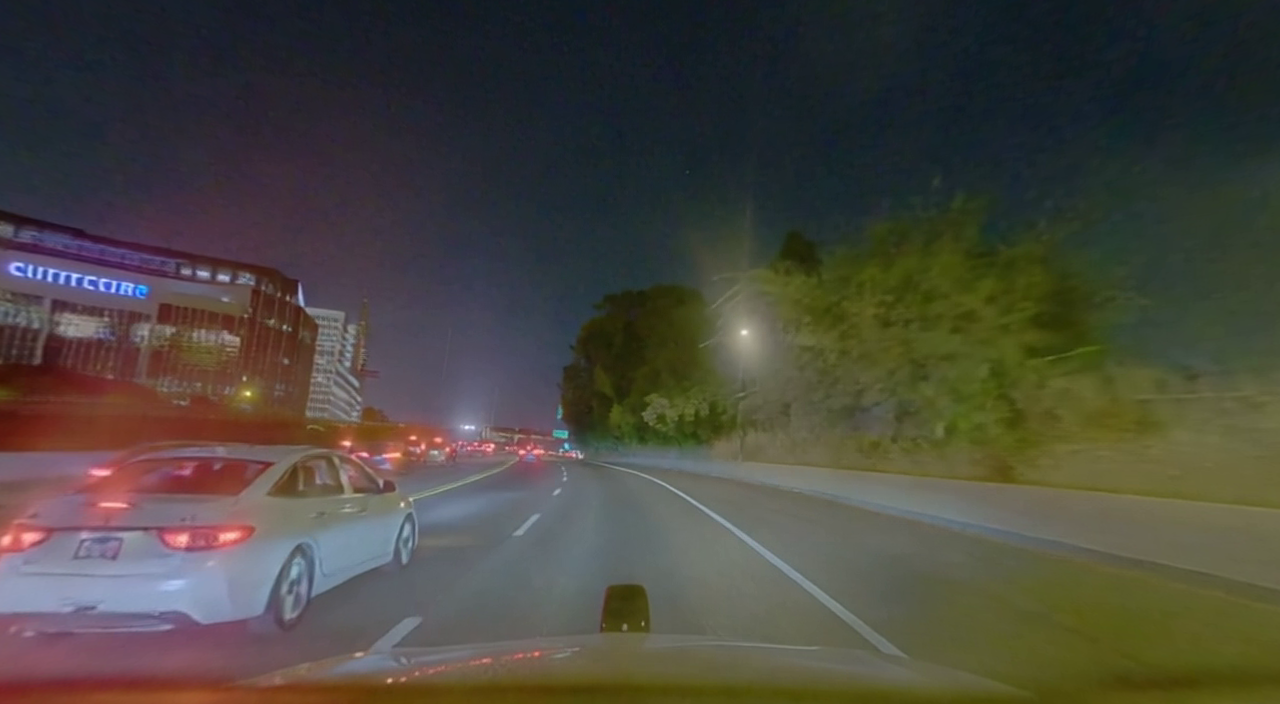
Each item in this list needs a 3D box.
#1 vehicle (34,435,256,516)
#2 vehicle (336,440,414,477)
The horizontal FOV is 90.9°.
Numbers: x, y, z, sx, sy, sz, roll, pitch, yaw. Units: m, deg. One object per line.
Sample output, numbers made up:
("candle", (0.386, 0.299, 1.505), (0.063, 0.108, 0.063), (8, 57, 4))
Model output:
("vehicle", (-10.916, 2.715, 14.382), (1.897, 1.538, 4.033), (0, -9, -3))
("vehicle", (-11.826, 4.761, 28.478), (1.957, 1.514, 4.528), (0, -9, -5))
